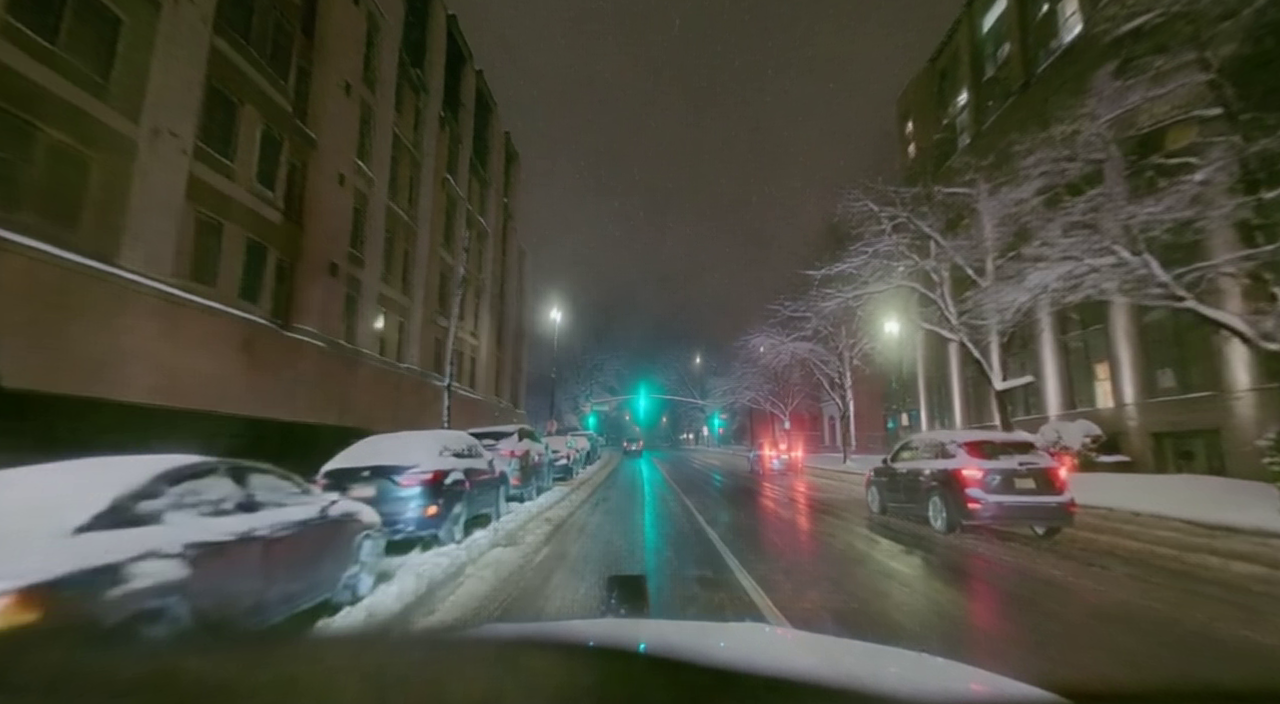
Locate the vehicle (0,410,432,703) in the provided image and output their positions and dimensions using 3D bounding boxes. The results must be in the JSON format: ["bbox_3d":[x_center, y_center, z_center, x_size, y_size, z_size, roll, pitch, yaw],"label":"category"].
[{"bbox_3d":[-3.022,1.205,3.876,1.957,1.435,4.662,0,-9,-1],"label":"vehicle"}]

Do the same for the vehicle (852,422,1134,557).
[{"bbox_3d":[4.977,1.983,9.750,1.891,1.599,4.173,0,-9,0],"label":"vehicle"}]

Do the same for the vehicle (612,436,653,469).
[{"bbox_3d":[-0.391,5.517,34.666,2.122,1.689,3.885,0,-9,0],"label":"vehicle"}]

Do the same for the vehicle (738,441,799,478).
[{"bbox_3d":[5.406,4.578,26.994,1.799,1.463,3.464,0,-9,-1],"label":"vehicle"}]

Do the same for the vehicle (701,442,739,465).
[{"bbox_3d":[5.459,6.999,43.584,1.917,1.467,4.452,0,-9,-1],"label":"vehicle"}]
